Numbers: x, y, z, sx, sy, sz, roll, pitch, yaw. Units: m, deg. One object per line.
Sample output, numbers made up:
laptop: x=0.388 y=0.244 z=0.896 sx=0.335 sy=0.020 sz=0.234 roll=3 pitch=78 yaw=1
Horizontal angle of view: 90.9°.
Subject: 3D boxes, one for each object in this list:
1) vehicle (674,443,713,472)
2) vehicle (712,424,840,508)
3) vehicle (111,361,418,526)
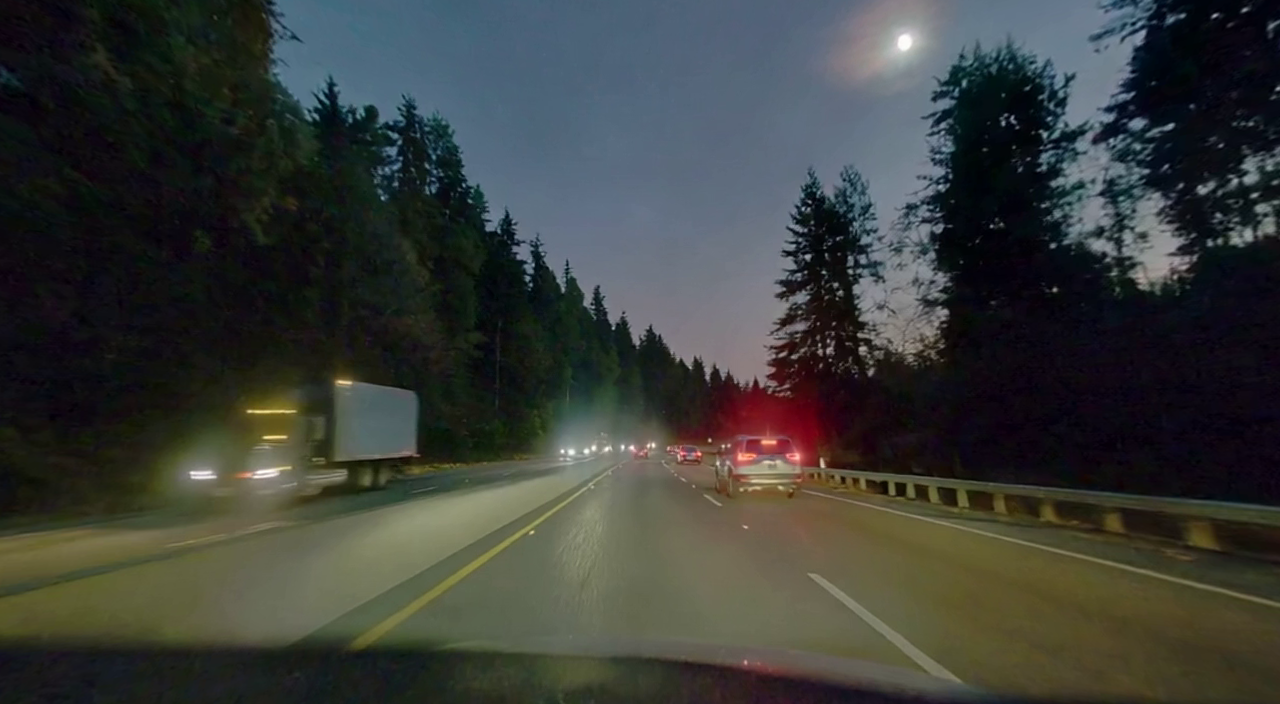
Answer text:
vehicle: x=3.399 y=6.797 z=40.868 sx=2.112 sy=1.708 sz=4.380 roll=0 pitch=-8 yaw=0
vehicle: x=3.397 y=2.970 z=16.929 sx=2.270 sy=1.897 sz=4.822 roll=0 pitch=-8 yaw=-1
vehicle: x=-8.627 y=2.323 z=16.163 sx=2.794 sy=3.157 sz=7.953 roll=0 pitch=-8 yaw=1
